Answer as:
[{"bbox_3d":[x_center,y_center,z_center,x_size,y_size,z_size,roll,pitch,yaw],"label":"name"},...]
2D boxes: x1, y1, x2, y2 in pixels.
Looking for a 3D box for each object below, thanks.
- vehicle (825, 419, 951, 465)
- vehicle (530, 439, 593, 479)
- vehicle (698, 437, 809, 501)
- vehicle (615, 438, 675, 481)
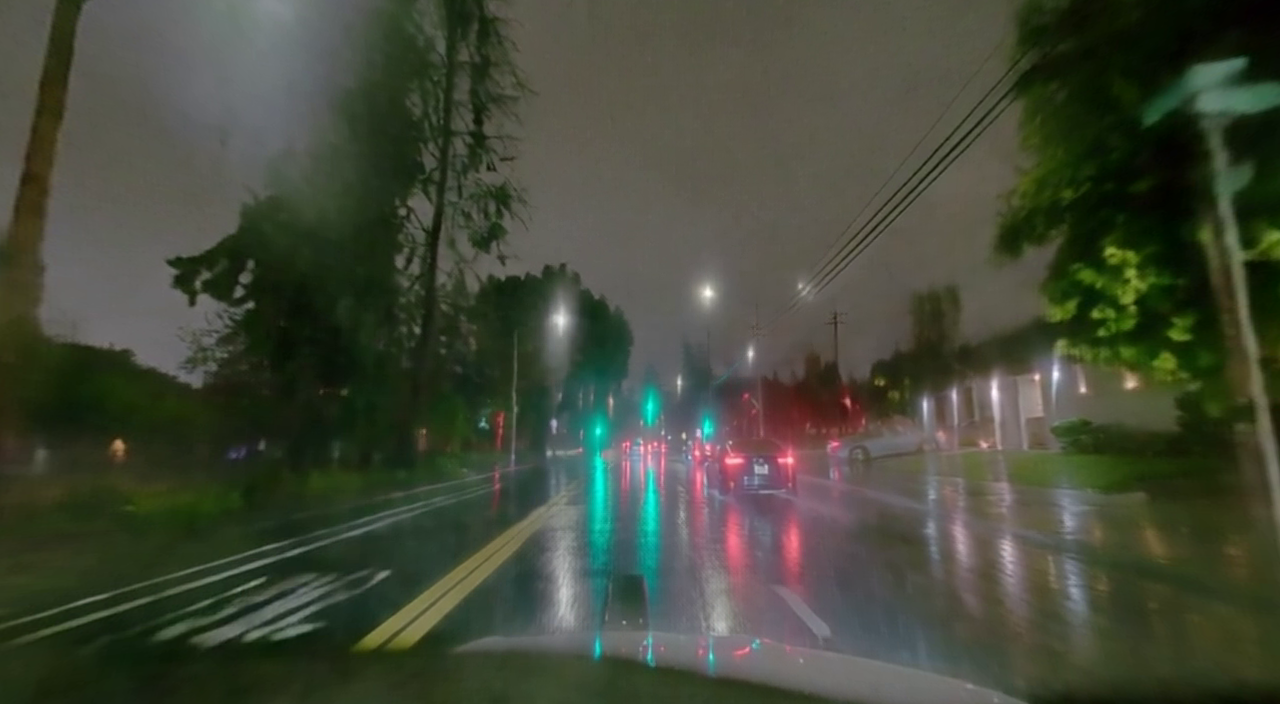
[{"bbox_3d":[13.780,5.044,35.342,5.929,1.970,2.381,-5,-8,-2],"label":"vehicle"},{"bbox_3d":[-3.205,4.466,26.581,2.012,1.505,4.205,0,-8,1],"label":"vehicle"},{"bbox_3d":[2.899,3.099,17.191,2.158,1.483,4.415,0,-8,0],"label":"vehicle"},{"bbox_3d":[0.172,4.095,24.348,2.101,1.467,4.210,0,-8,0],"label":"vehicle"}]
